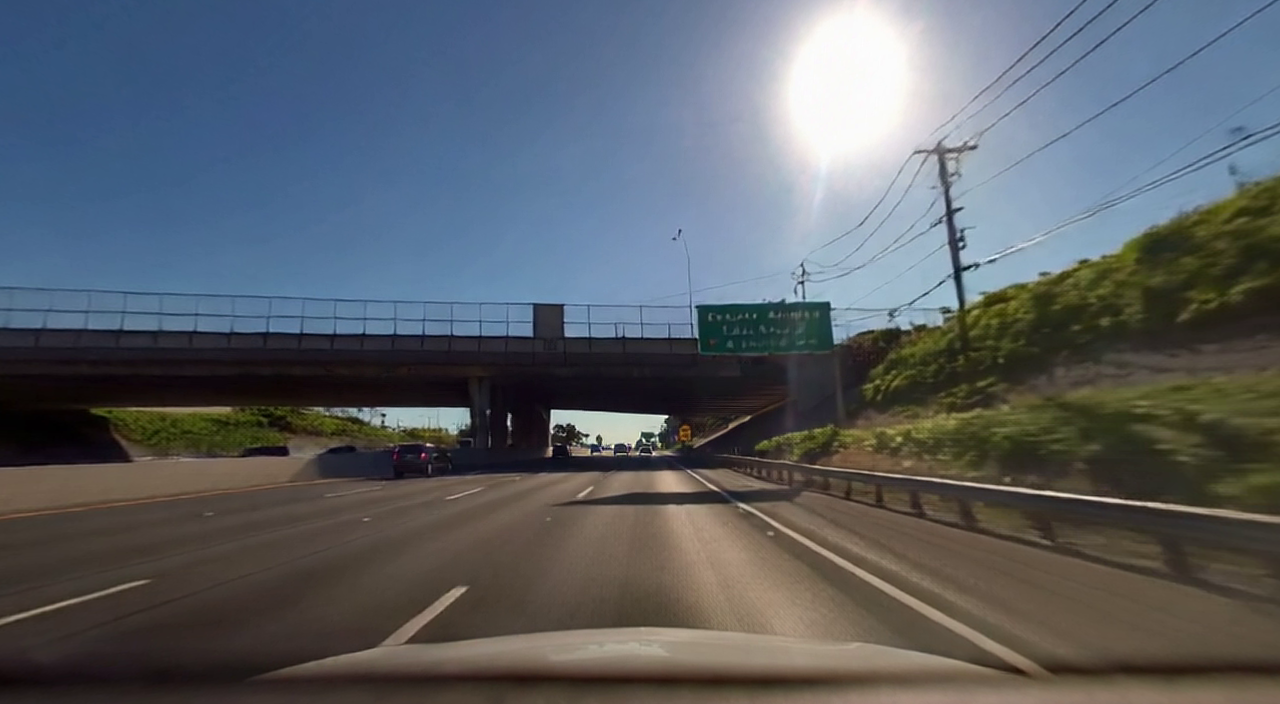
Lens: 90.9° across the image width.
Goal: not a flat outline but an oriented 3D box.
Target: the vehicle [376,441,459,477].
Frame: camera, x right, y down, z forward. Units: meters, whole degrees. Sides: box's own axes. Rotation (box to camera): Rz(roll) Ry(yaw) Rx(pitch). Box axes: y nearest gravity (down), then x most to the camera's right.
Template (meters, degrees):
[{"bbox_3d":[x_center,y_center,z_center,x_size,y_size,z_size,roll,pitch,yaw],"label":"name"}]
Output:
[{"bbox_3d":[-9.995,4.829,28.758,2.056,1.476,4.562,0,-8,1],"label":"vehicle"}]
